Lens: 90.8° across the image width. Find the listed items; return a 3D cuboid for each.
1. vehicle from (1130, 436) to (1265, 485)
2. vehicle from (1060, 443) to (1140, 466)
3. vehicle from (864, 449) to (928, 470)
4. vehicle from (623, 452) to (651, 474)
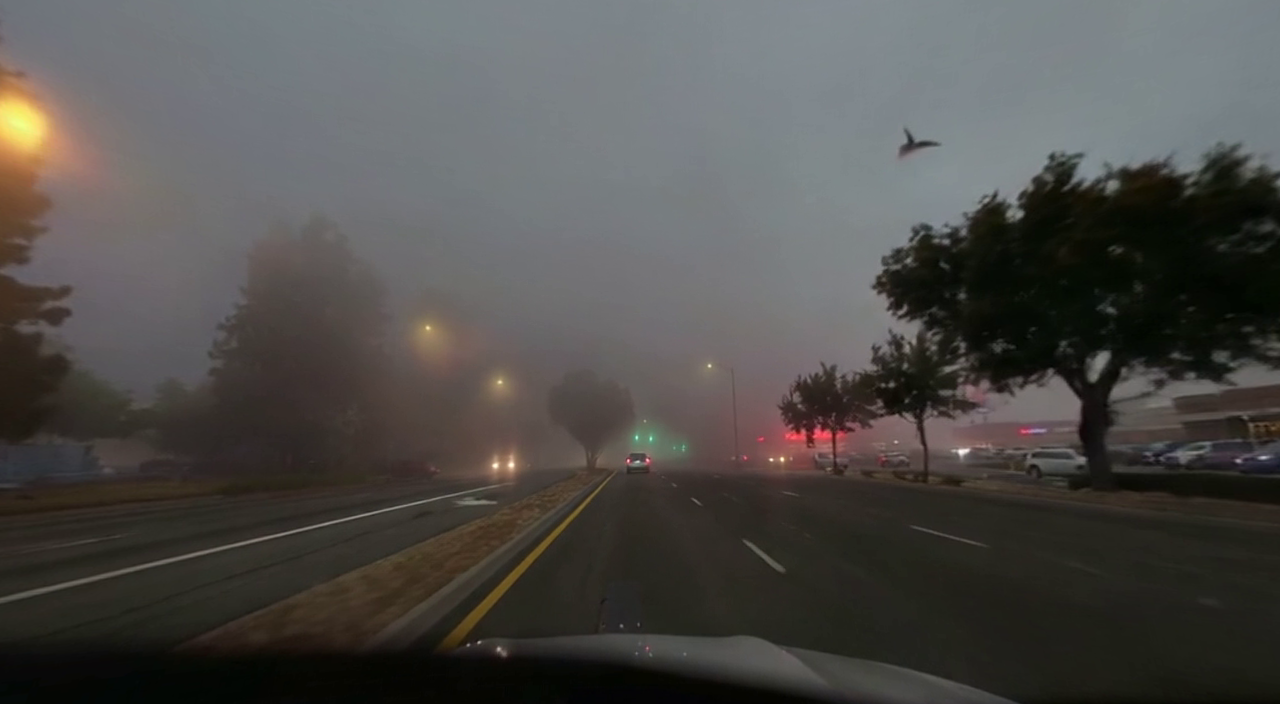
[{"bbox_3d":[20.988,4.054,23.760,4.558,1.657,2.149,5,-10,-27],"label":"vehicle"},{"bbox_3d":[32.374,7.218,44.556,3.999,1.581,1.975,0,-9,1],"label":"vehicle"},{"bbox_3d":[19.623,8.205,48.384,4.333,1.532,2.037,4,-10,-24],"label":"vehicle"},{"bbox_3d":[-0.226,8.505,48.615,2.065,1.521,4.306,0,-9,-1],"label":"vehicle"}]
